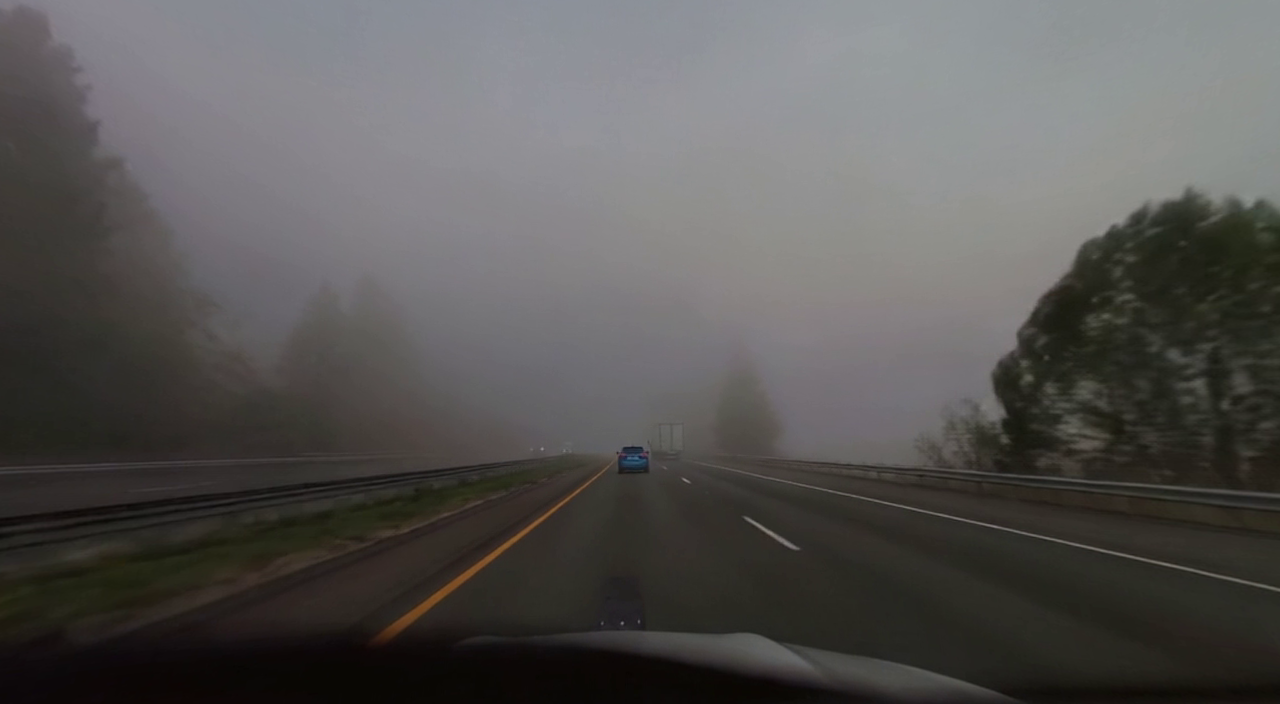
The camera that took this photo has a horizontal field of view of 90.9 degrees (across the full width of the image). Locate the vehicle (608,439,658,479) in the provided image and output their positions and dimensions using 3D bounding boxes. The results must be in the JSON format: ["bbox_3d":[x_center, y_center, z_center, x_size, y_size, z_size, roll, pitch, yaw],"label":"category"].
[{"bbox_3d":[-0.337,5.003,29.663,2.190,1.706,4.062,0,-9,0],"label":"vehicle"}]
